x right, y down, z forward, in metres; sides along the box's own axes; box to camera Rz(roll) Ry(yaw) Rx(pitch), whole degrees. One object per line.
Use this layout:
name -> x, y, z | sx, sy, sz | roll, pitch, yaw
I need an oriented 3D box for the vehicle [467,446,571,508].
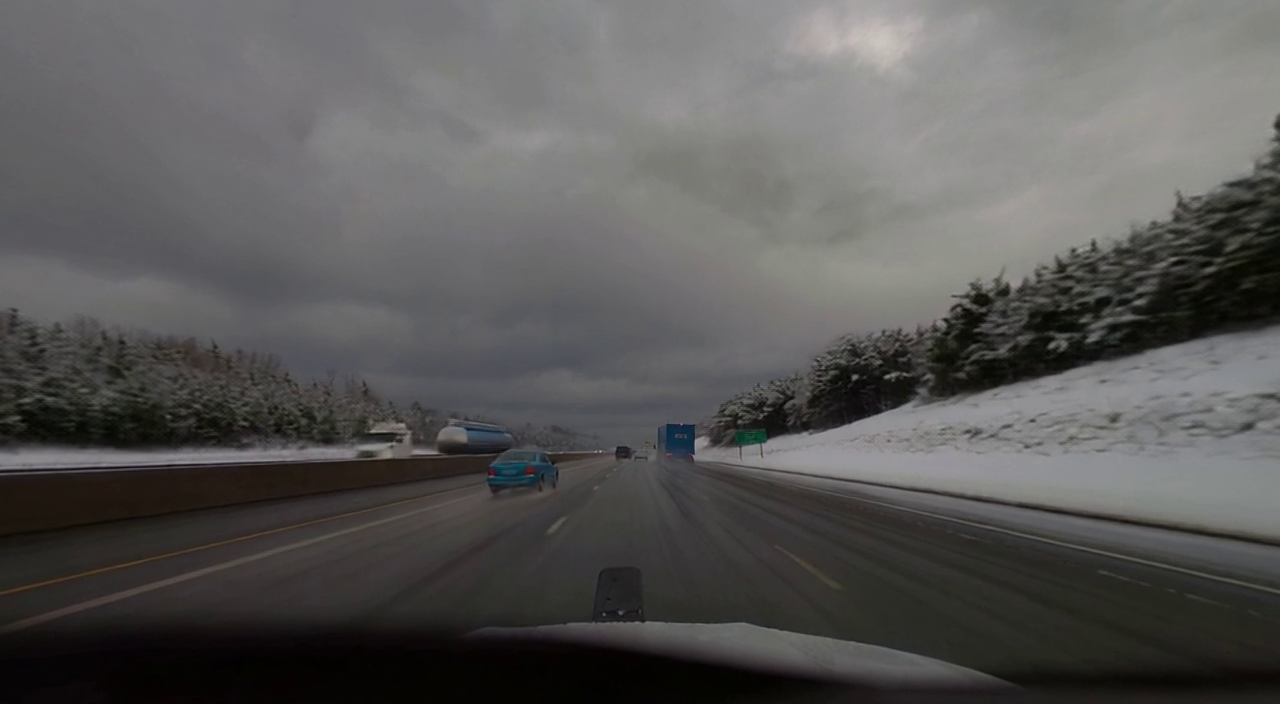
vehicle -> -3.171, 3.369, 17.423 | 2.013, 1.498, 3.908 | -1, -9, 1
